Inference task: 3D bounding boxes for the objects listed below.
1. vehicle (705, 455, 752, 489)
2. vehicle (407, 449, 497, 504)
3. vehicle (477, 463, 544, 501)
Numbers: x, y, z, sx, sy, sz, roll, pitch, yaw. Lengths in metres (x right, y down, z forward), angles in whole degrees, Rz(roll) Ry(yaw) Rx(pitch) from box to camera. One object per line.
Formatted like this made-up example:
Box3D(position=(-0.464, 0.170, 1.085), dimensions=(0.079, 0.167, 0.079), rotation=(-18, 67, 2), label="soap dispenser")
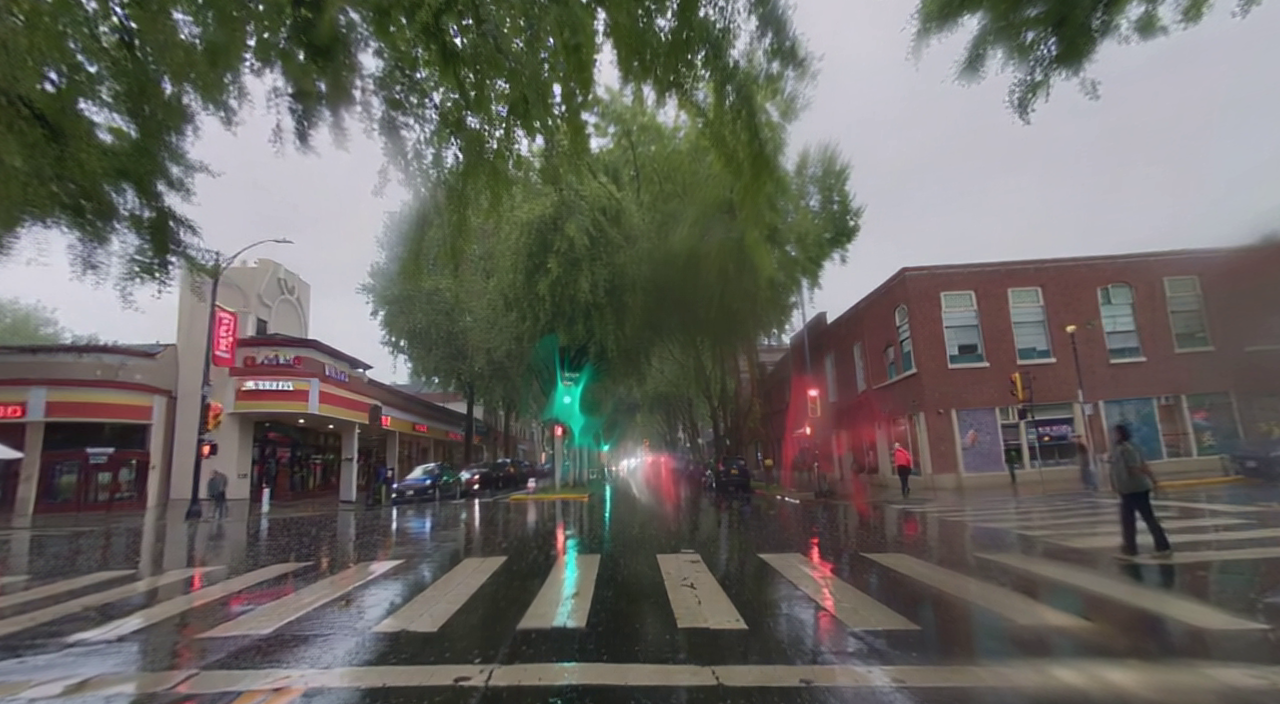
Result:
Box3D(position=(5.198, 7.098, 37.714), dimensions=(2.010, 1.844, 4.386), rotation=(0, -8, -2), label="vehicle")
Box3D(position=(-8.809, 5.852, 30.321), dimensions=(2.489, 2.323, 5.843), rotation=(0, -8, 1), label="vehicle")
Box3D(position=(-5.746, 5.822, 28.627), dimensions=(1.983, 1.438, 4.559), rotation=(0, -8, 1), label="vehicle")
